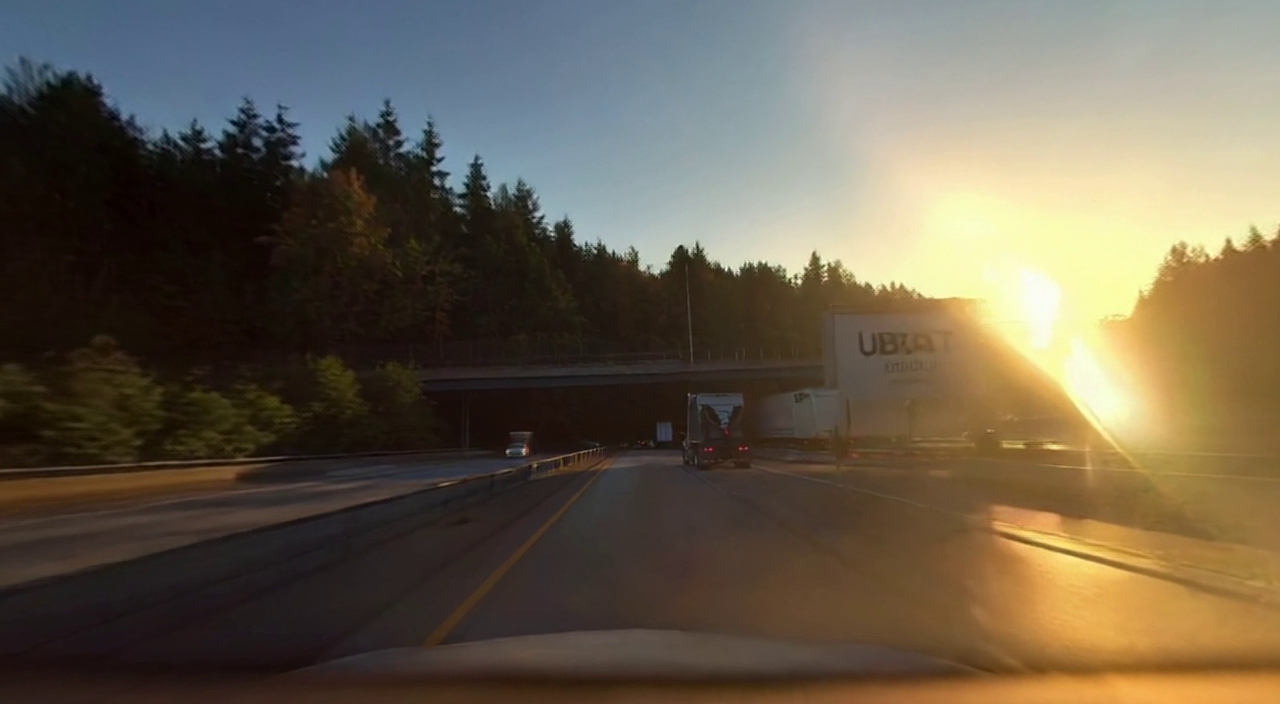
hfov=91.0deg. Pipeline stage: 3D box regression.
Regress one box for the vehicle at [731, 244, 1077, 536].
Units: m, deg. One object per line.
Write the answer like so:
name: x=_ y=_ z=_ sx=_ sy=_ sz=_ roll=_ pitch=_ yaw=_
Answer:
vehicle: x=4.021 y=1.017 z=12.441 sx=3.006 sy=3.850 sz=8.310 roll=0 pitch=-8 yaw=-1
